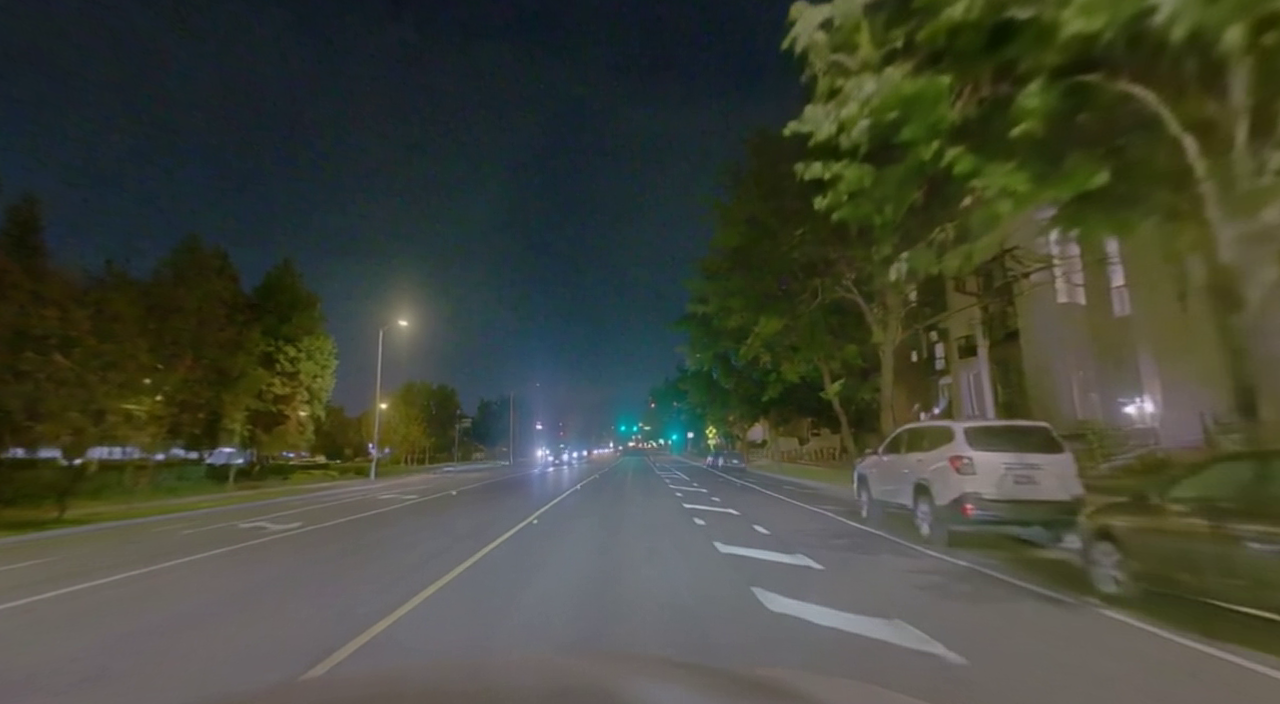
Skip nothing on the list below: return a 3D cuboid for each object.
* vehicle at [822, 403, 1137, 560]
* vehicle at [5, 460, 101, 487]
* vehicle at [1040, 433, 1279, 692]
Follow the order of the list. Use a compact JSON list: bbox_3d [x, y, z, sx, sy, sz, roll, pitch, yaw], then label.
[{"bbox_3d":[4.768,1.907,10.107,2.115,1.843,5.141,0,-8,-1],"label":"vehicle"},{"bbox_3d":[-35.664,7.348,38.518,3.854,1.476,1.842,5,-10,-31],"label":"vehicle"},{"bbox_3d":[4.559,1.169,3.454,1.935,1.433,4.241,0,-8,0],"label":"vehicle"}]
